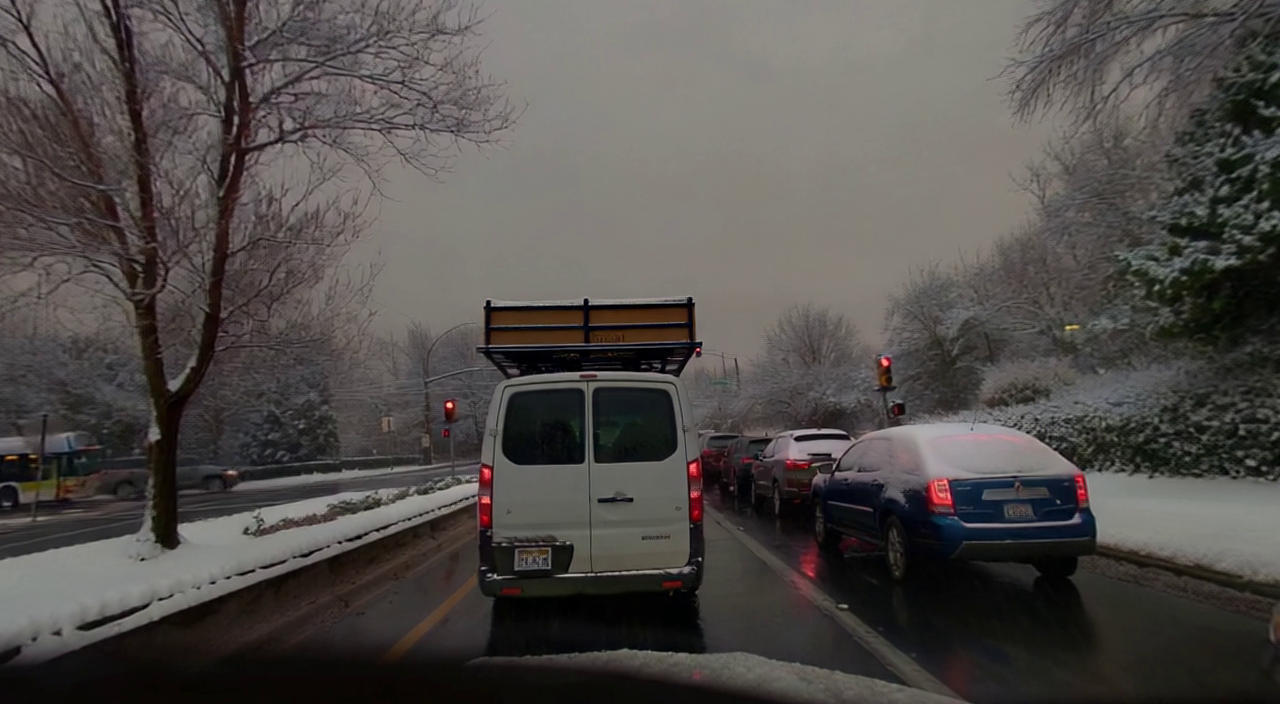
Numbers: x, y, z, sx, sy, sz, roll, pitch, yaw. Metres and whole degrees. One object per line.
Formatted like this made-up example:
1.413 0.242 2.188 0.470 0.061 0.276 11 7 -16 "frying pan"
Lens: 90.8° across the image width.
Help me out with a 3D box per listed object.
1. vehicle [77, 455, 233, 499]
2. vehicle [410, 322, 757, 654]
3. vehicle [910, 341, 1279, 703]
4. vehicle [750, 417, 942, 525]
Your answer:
-22.738 5.854 29.898 5.241 1.894 2.257 2 -9 -15 "vehicle"
-0.360 1.157 6.194 2.145 2.089 4.309 0 -9 0 "vehicle"
3.449 0.941 3.418 1.965 1.671 4.146 0 -9 -3 "vehicle"
3.680 2.222 12.267 2.024 1.692 4.252 1 -9 -4 "vehicle"
